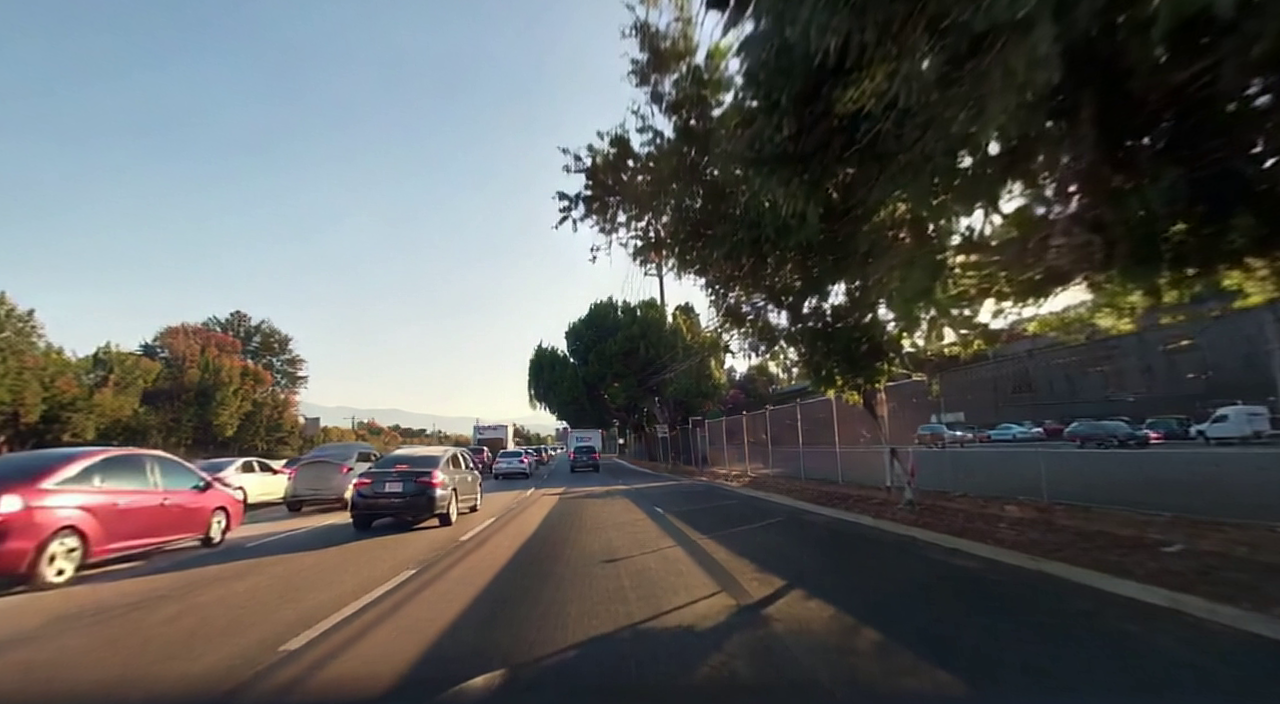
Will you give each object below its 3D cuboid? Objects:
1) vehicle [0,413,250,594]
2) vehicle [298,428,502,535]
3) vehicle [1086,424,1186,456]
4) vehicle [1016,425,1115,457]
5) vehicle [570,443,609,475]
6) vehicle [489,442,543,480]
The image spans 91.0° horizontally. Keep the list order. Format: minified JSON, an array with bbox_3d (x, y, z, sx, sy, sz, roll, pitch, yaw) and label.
[{"bbox_3d":[-7.324,1.750,7.974,2.065,1.739,4.367,0,-8,-2],"label":"vehicle"},{"bbox_3d":[-4.359,2.423,12.500,2.388,1.692,4.684,0,-8,-3],"label":"vehicle"},{"bbox_3d":[36.779,6.551,46.761,5.472,2.276,2.302,1,-8,-2],"label":"vehicle"},{"bbox_3d":[29.636,6.226,43.891,5.535,2.130,2.145,1,-9,-7],"label":"vehicle"},{"bbox_3d":[-2.876,5.993,35.581,2.055,1.671,4.147,1,-8,-6],"label":"vehicle"},{"bbox_3d":[-5.952,5.271,30.724,2.057,1.673,4.934,1,-8,-5],"label":"vehicle"}]
